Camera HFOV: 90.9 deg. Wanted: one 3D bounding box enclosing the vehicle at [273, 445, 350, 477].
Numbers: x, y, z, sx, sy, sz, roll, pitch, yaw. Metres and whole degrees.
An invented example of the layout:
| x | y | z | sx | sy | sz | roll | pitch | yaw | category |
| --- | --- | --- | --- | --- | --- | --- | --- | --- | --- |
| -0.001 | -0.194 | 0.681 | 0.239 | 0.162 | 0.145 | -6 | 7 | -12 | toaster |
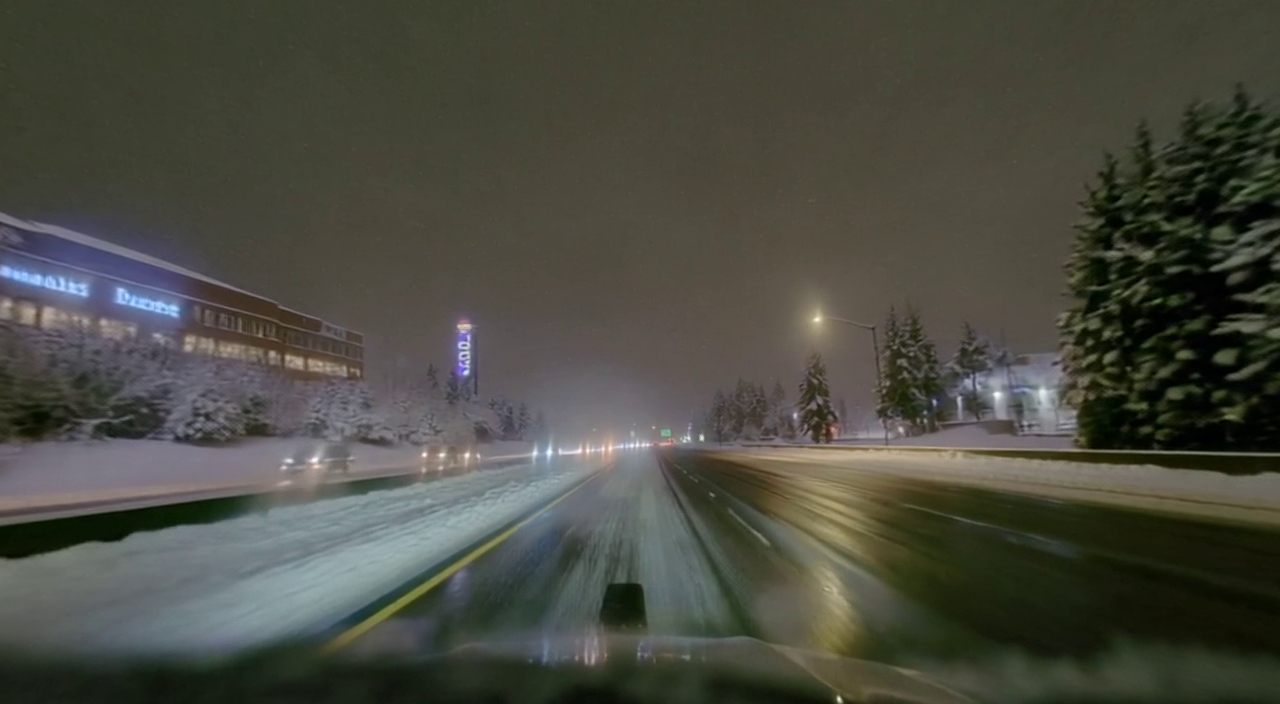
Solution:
| x | y | z | sx | sy | sz | roll | pitch | yaw | category |
| --- | --- | --- | --- | --- | --- | --- | --- | --- | --- |
| -21.454 | 7.097 | 41.521 | 2.328 | 1.943 | 4.961 | 0 | -8 | 1 | vehicle |
